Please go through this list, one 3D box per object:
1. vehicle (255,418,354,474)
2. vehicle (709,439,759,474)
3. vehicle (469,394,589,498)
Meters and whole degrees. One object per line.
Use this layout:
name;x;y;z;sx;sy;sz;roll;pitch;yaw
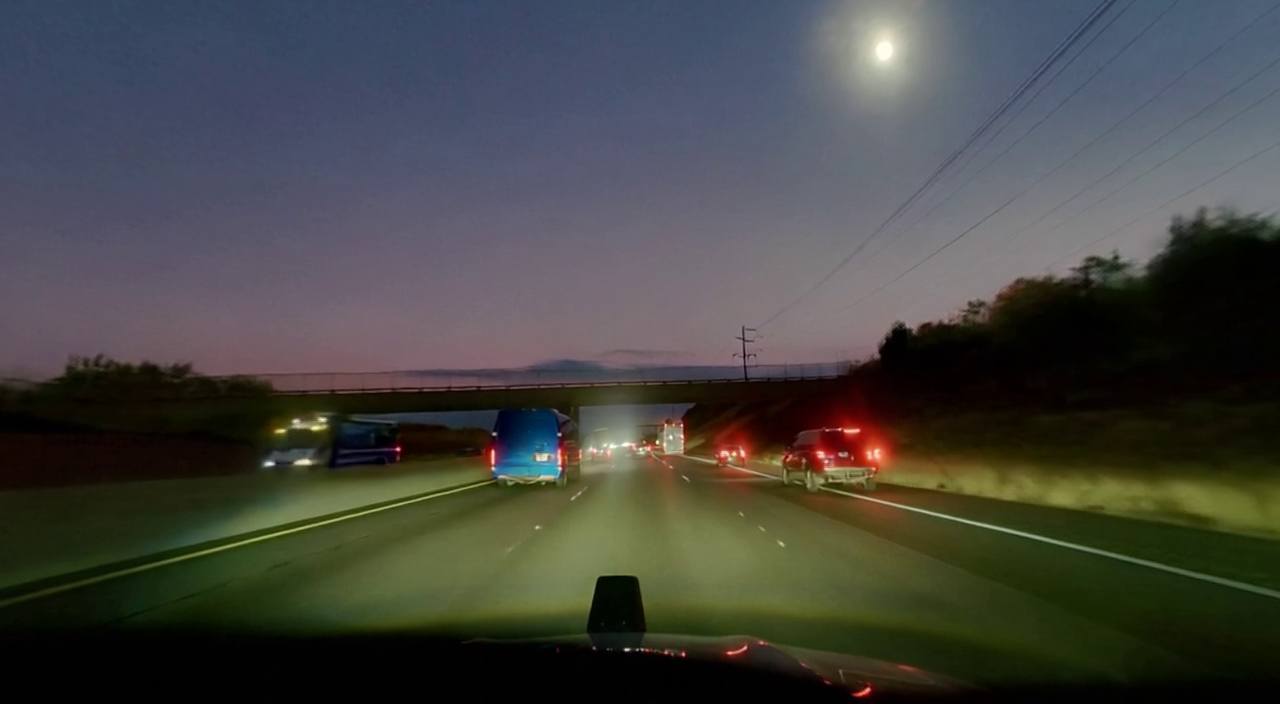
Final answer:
vehicle;-20.627;5.864;39.201;2.846;3.181;5.872;0;-9;0
vehicle;4.793;5.414;32.746;1.936;1.664;4.198;0;-9;0
vehicle;-3.052;2.825;18.921;2.451;2.627;5.868;0;-9;1
